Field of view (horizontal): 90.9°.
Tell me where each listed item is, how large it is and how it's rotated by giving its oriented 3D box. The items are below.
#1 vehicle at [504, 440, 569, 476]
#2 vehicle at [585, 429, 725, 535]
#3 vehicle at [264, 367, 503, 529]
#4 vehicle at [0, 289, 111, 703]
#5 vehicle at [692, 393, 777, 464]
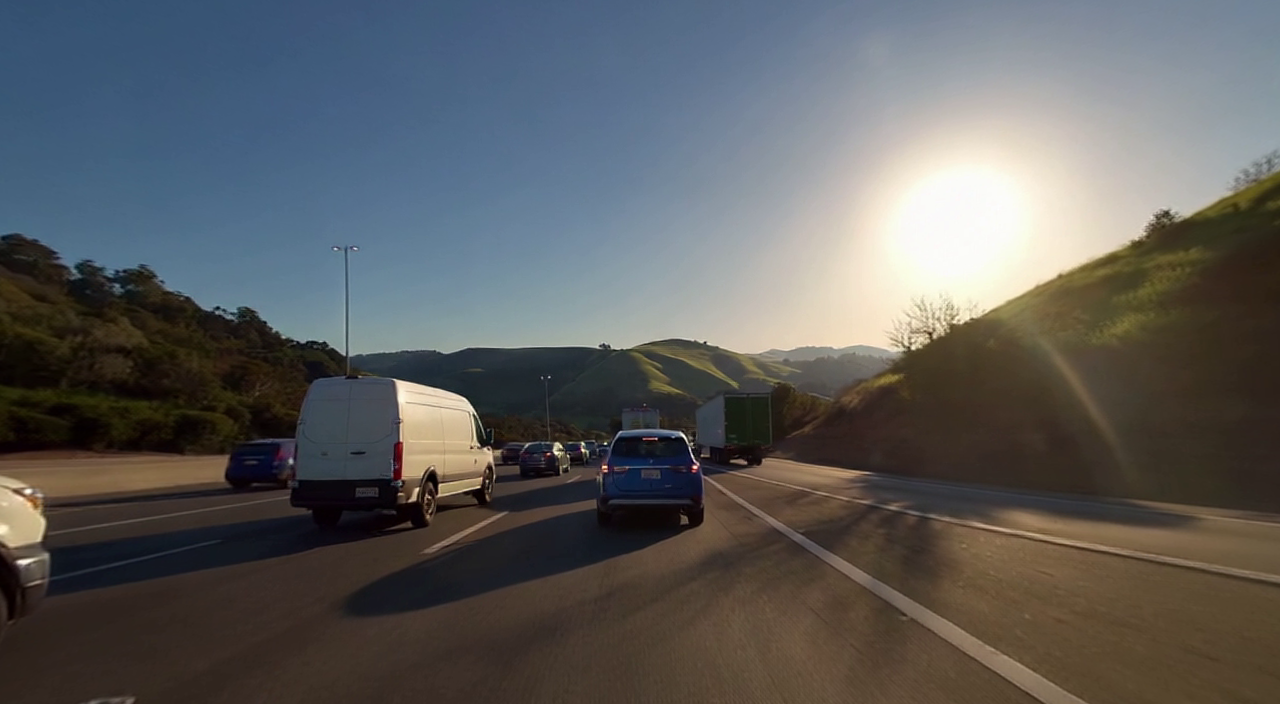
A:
[{"bbox_3d":[-4.440,4.627,27.786,2.007,1.457,4.447,0,-8,1],"label":"vehicle"},{"bbox_3d":[0.173,2.161,11.099,2.003,1.499,3.930,0,-8,-1],"label":"vehicle"},{"bbox_3d":[-4.643,1.908,12.779,2.300,2.522,5.701,0,-8,1],"label":"vehicle"},{"bbox_3d":[-4.265,0.425,0.927,2.195,2.086,5.445,0,-8,0],"label":"vehicle"},{"bbox_3d":[6.387,5.826,46.555,2.989,4.277,16.586,0,-8,-3],"label":"vehicle"}]
